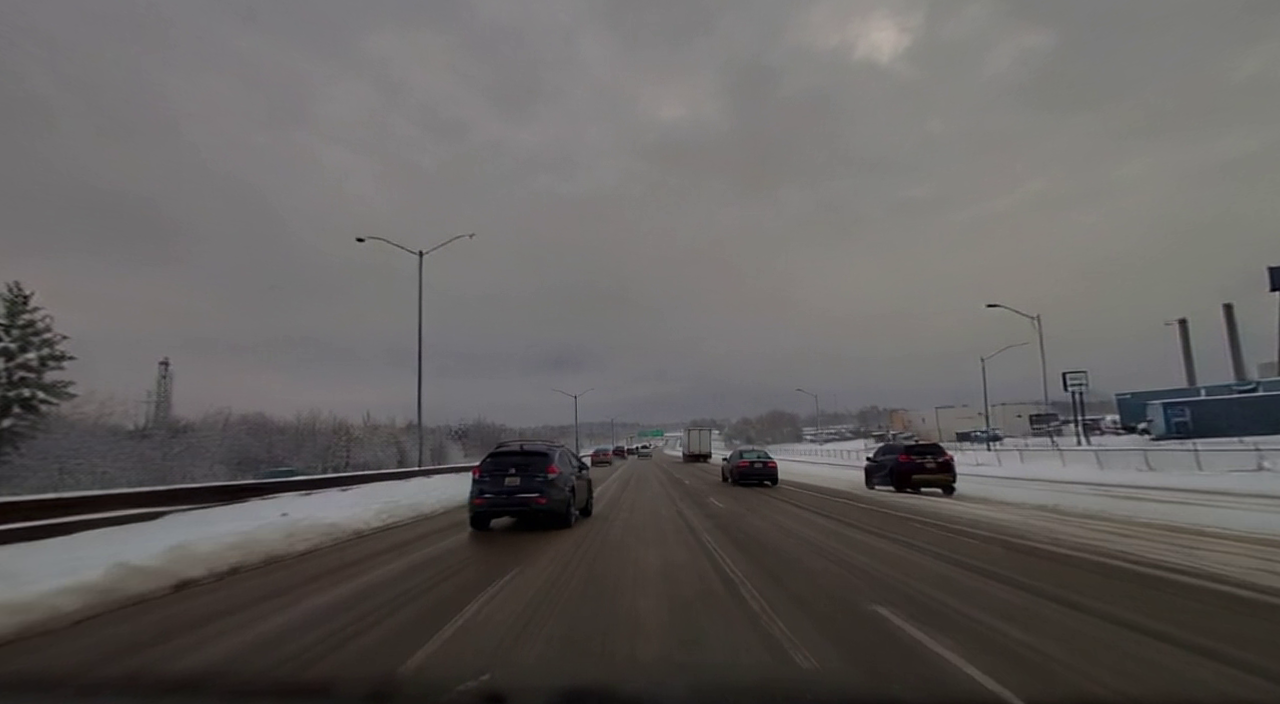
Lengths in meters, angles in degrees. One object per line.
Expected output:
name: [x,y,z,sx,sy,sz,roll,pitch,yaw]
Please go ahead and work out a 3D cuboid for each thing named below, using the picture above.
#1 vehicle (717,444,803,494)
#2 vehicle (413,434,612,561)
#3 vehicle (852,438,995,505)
vehicle: [3.829,3.782,20.902,1.942,1.453,4.329,0,-8,-1]
vehicle: [-1.704,2.174,10.349,2.067,1.555,4.851,-1,-8,2]
vehicle: [7.281,3.080,16.707,1.860,1.520,3.961,0,-8,-1]
